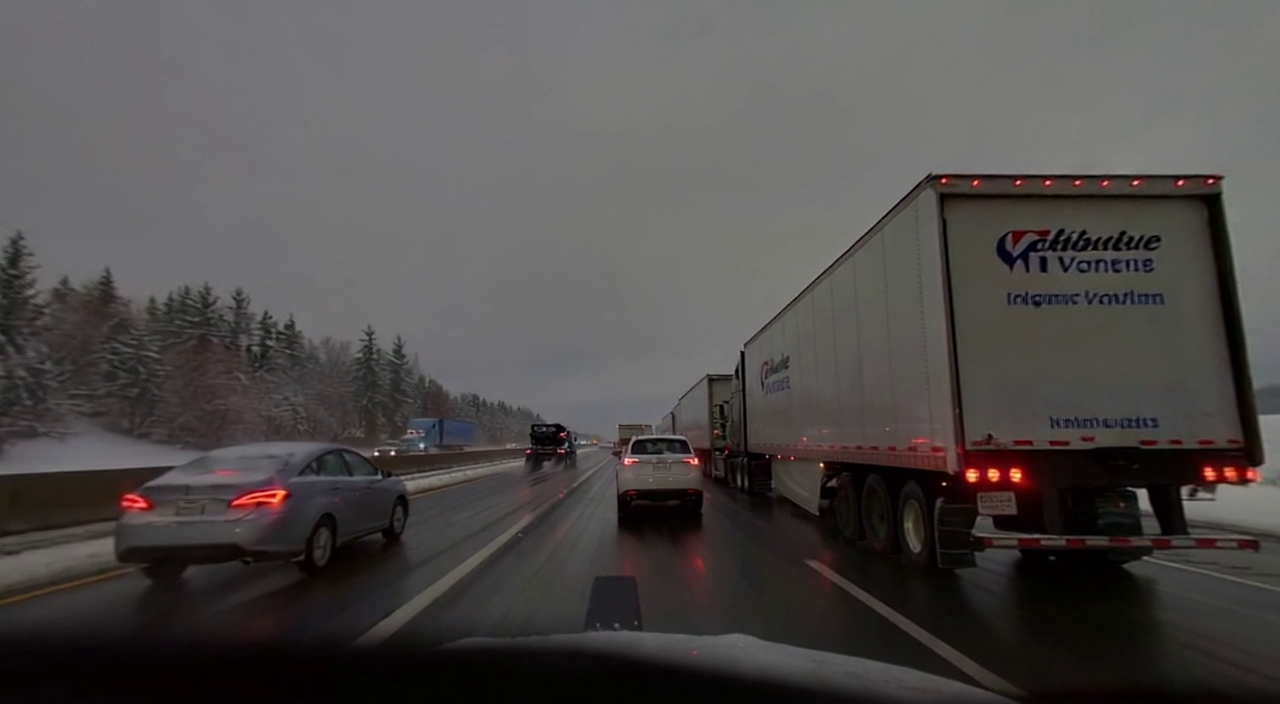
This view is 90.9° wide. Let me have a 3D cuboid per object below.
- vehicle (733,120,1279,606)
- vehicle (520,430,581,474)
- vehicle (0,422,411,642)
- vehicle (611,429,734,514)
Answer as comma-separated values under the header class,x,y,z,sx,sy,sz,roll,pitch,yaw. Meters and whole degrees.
class,x,y,z,sx,sy,sz,roll,pitch,yaw
vehicle,4.428,0.955,12.390,2.883,4.070,14.423,0,-8,0
vehicle,-3.826,4.342,27.708,2.006,1.729,4.447,0,-8,0
vehicle,-4.373,1.548,6.700,2.100,1.491,4.676,0,-8,0
vehicle,0.498,2.413,13.393,2.200,1.495,4.282,0,-8,-2
